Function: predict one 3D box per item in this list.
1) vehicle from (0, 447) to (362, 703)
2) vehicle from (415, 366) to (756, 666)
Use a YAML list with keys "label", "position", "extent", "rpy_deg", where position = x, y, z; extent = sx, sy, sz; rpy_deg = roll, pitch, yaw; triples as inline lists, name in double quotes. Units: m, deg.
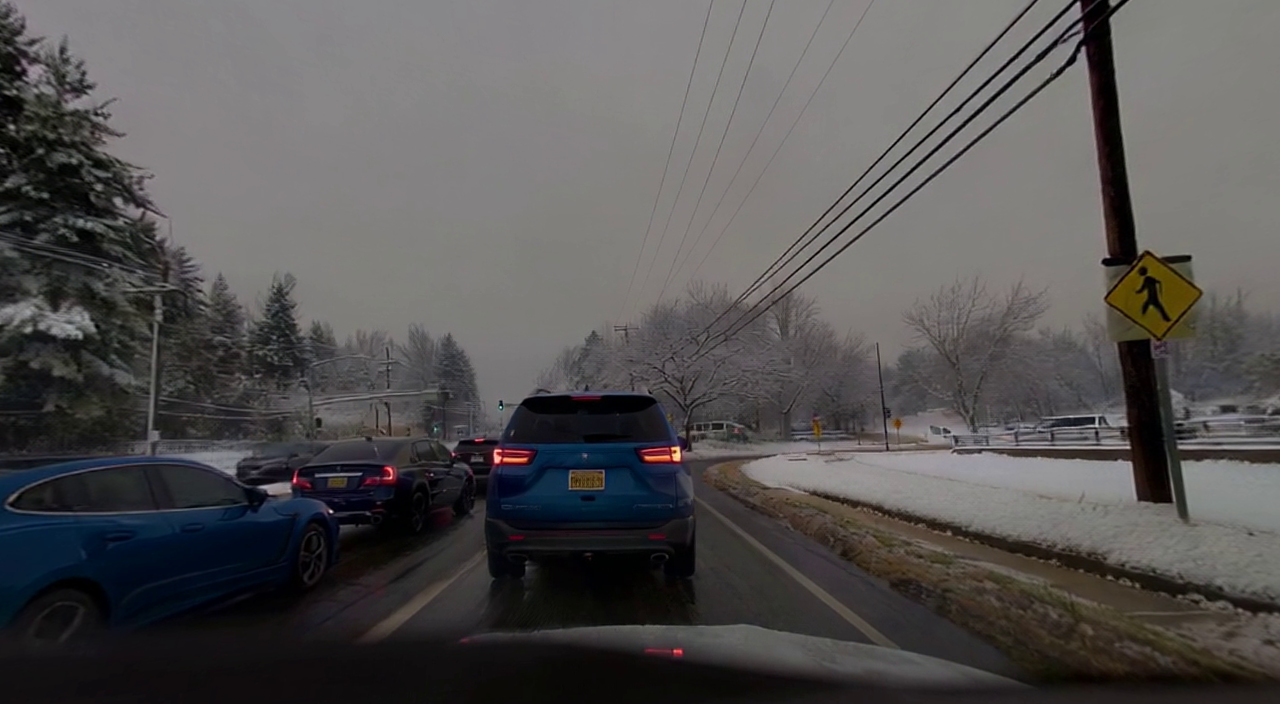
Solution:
- label: "vehicle"
  position: [-3.736, 1.279, 4.016]
  extent: [1.865, 1.314, 4.461]
  rpy_deg: [0, -8, 1]
- label: "vehicle"
  position: [-0.277, 1.248, 5.768]
  extent: [2.012, 1.769, 3.897]
  rpy_deg: [0, -8, 1]
